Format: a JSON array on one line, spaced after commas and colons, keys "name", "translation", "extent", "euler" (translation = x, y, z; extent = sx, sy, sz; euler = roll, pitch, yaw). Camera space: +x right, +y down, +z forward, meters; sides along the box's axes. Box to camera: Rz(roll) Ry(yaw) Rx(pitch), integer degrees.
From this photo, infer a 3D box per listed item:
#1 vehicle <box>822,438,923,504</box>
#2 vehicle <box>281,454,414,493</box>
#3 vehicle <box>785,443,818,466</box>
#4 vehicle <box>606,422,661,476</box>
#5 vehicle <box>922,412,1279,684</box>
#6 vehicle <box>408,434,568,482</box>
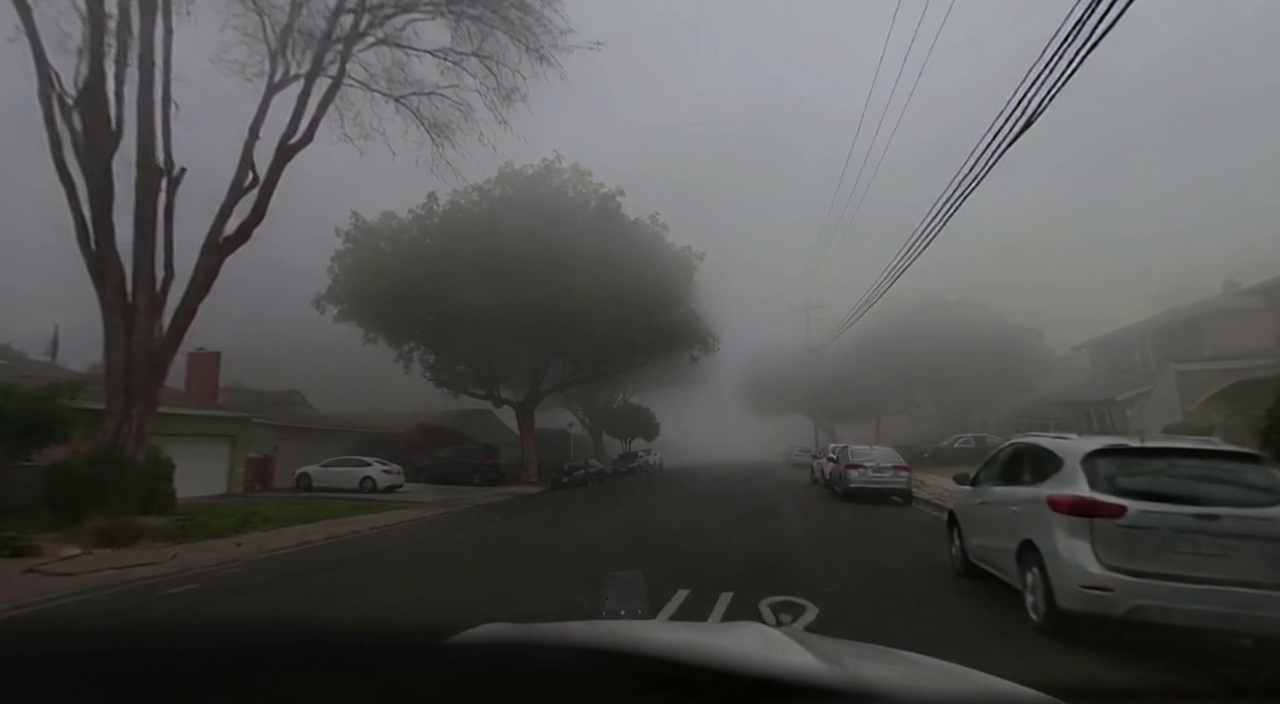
[{"name": "vehicle", "translation": [5.771, 2.962, 16.139], "extent": [1.845, 1.453, 3.792], "euler": [-2, -9, 12]}, {"name": "vehicle", "translation": [-11.528, 4.782, 25.034], "extent": [4.481, 1.420, 1.712], "euler": [-1, -9, 8]}, {"name": "vehicle", "translation": [10.860, 6.898, 42.608], "extent": [1.743, 1.440, 3.732], "euler": [-1, -9, 9]}, {"name": "vehicle", "translation": [-0.297, 5.803, 37.892], "extent": [2.199, 2.902, 5.848], "euler": [-2, -9, 10]}, {"name": "vehicle", "translation": [3.806, 1.381, 5.335], "extent": [1.908, 1.572, 3.105], "euler": [-2, -9, 12]}, {"name": "vehicle", "translation": [-6.735, 4.726, 28.318], "extent": [6.488, 2.009, 2.354], "euler": [-2, -9, 11]}]
